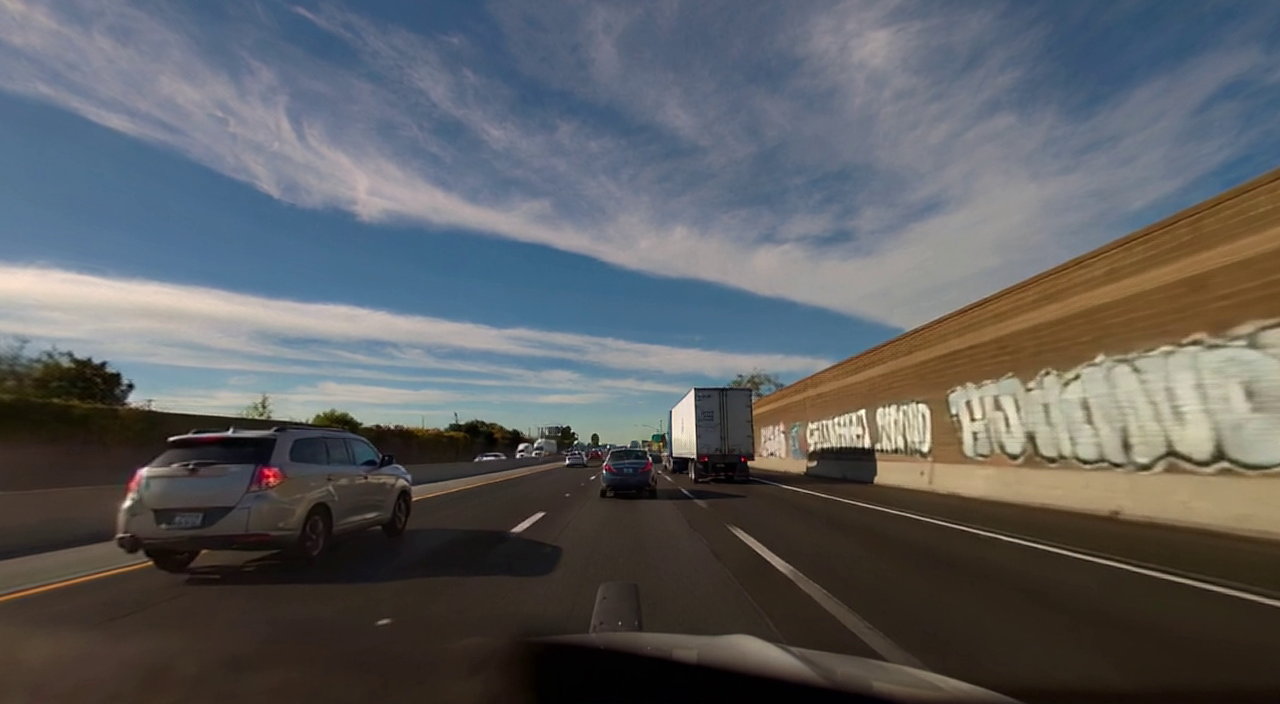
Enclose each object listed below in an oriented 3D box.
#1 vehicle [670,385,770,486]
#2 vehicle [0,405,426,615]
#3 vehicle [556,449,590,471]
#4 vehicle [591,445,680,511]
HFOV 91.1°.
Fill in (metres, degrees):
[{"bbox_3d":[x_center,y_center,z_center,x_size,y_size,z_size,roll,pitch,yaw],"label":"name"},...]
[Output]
[{"bbox_3d":[3.559,4.425,32.563,2.902,4.014,14.446,0,-9,-1],"label":"vehicle"},{"bbox_3d":[-4.456,1.693,7.754,1.988,1.750,4.711,0,-9,-1],"label":"vehicle"},{"bbox_3d":[-4.948,8.044,46.963,2.067,1.481,4.085,0,-9,0],"label":"vehicle"},{"bbox_3d":[-0.146,3.166,16.358,2.033,1.468,4.015,0,-9,-1],"label":"vehicle"}]
